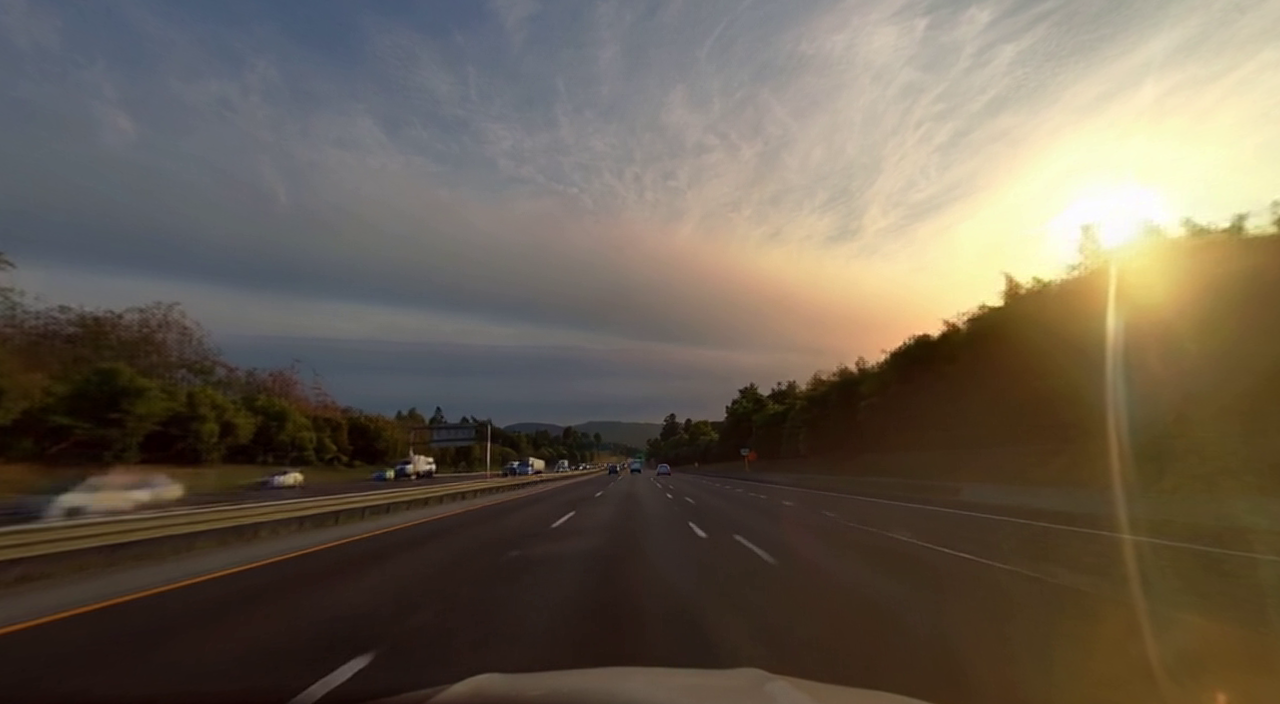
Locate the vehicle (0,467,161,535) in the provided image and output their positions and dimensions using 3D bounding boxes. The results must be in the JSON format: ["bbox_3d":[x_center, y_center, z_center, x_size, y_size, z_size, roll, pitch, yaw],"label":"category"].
[{"bbox_3d":[-16.487,4.068,17.715,2.037,1.590,4.871,1,-10,0],"label":"vehicle"}]
